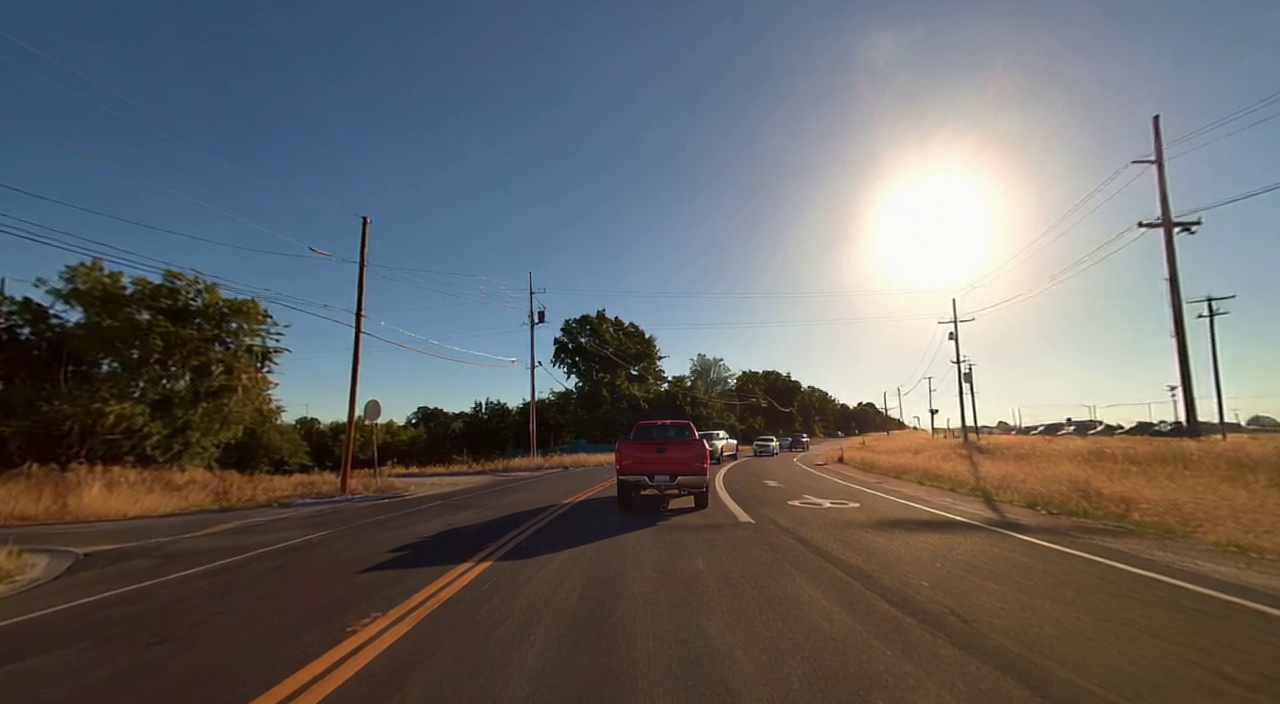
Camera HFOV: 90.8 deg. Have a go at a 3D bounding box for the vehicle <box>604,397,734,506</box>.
[{"bbox_3d":[0.759,2.498,16.104,2.693,2.223,5.885,-1,-8,3],"label":"vehicle"}]
